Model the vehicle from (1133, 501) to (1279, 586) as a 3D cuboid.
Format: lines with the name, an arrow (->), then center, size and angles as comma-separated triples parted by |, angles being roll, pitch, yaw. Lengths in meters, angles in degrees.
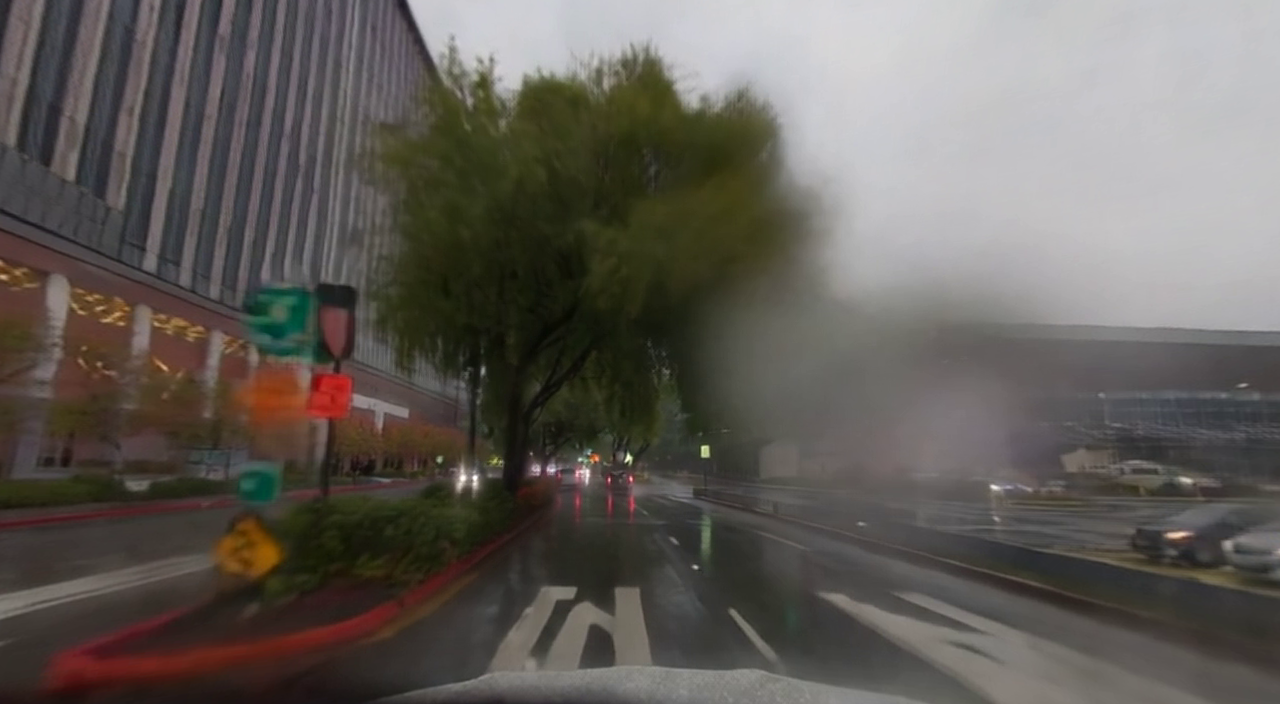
vehicle -> 12.640, 3.751, 12.504 | 3.937, 1.417, 1.870 | -1, -11, 5

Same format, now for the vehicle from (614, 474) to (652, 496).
vehicle -> -0.451, 7.828, 37.030 | 1.775, 1.186, 2.933 | 2, -11, -11
